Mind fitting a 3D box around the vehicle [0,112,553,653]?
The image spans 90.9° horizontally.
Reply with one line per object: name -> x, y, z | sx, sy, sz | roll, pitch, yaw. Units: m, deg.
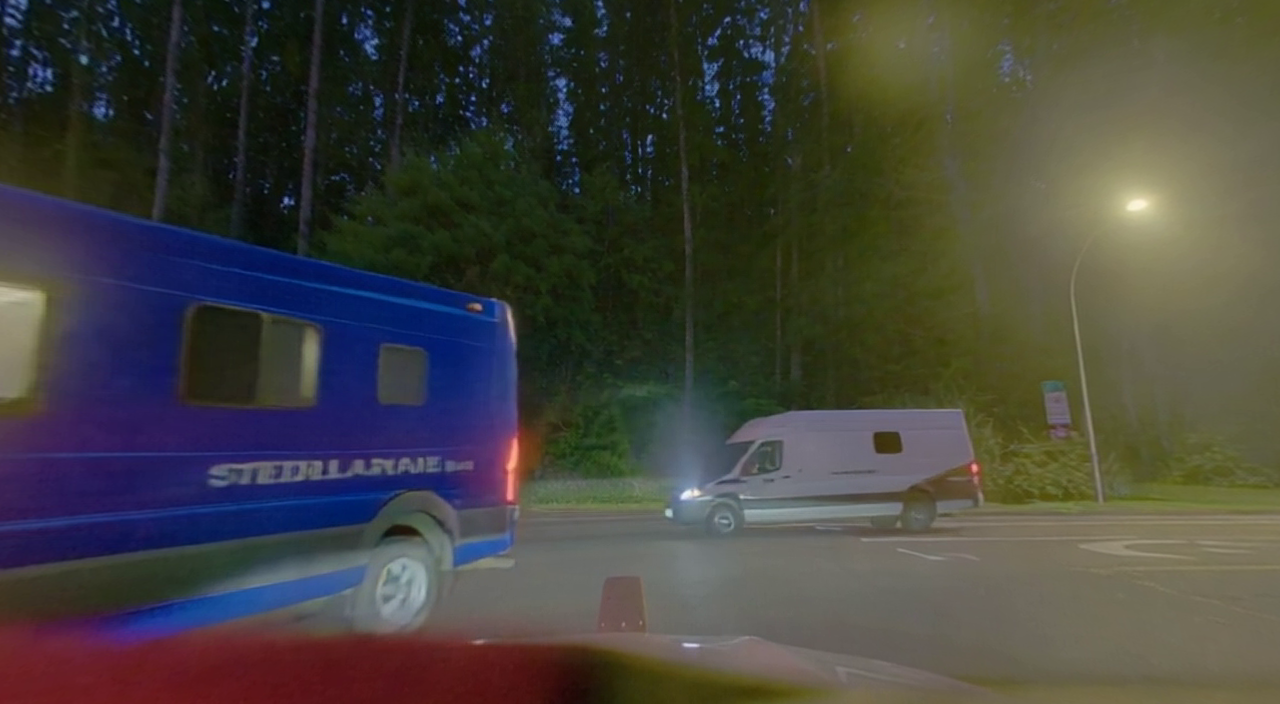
vehicle -> -5.277, 0.305, 5.179 | 2.740, 3.622, 9.765 | -8, -11, 39

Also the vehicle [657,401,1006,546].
vehicle -> 3.415, 2.262, 12.153 | 5.923, 2.424, 2.247 | 1, -9, -6
